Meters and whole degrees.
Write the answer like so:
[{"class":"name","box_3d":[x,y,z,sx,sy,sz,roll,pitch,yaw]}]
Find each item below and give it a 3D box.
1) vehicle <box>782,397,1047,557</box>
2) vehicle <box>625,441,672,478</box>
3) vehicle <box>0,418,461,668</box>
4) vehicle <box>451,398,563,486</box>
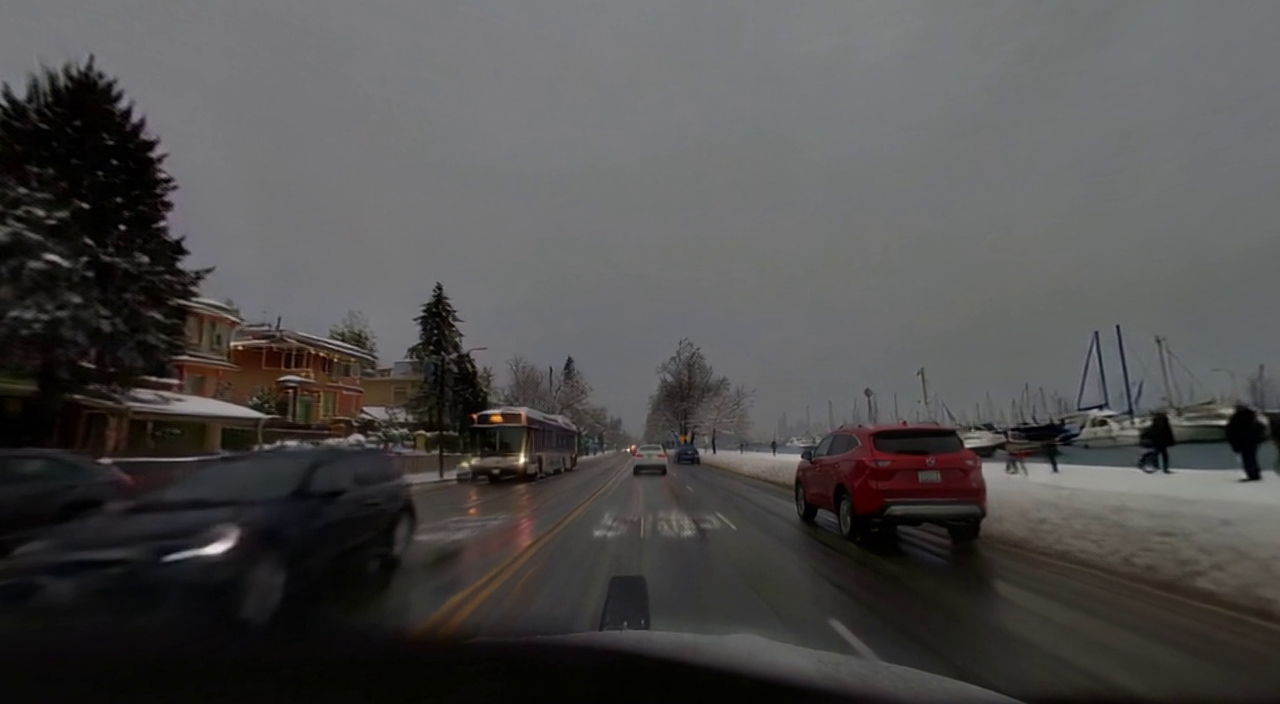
[{"class":"vehicle","box_3d":[3.633,1.755,9.456,2.000,1.809,4.405,0,-8,1]},{"class":"vehicle","box_3d":[0.356,5.199,30.691,2.132,1.632,3.838,0,-8,-1]},{"class":"vehicle","box_3d":[-3.341,1.542,6.188,1.893,1.583,4.107,-1,-8,1]},{"class":"vehicle","box_3d":[-6.018,4.379,30.599,3.102,3.524,9.830,-1,-8,1]}]
